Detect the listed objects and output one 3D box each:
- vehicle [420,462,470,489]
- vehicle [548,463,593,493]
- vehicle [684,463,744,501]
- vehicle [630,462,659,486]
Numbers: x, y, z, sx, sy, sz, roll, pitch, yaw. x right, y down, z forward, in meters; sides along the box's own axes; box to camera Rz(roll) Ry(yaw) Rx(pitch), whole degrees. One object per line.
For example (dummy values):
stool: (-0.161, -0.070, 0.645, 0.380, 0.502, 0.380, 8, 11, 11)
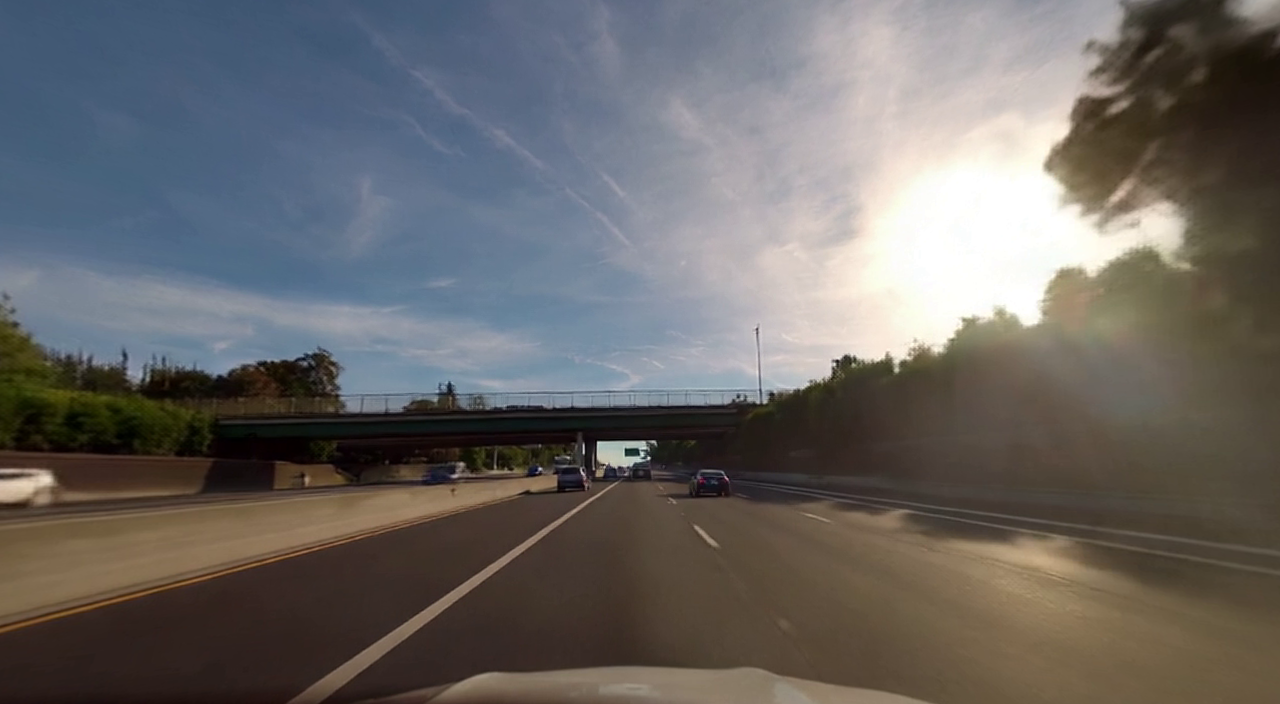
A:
vehicle: (-13.413, 8.525, 43.527, 1.934, 1.661, 4.526, 1, -10, 1)
vehicle: (-3.790, 6.940, 34.803, 1.975, 1.486, 3.903, 1, -10, 0)
vehicle: (3.259, 5.869, 28.591, 2.092, 1.518, 4.348, 1, -10, -1)
vehicle: (0.331, 9.436, 48.795, 2.181, 1.698, 4.056, 1, -10, 0)
